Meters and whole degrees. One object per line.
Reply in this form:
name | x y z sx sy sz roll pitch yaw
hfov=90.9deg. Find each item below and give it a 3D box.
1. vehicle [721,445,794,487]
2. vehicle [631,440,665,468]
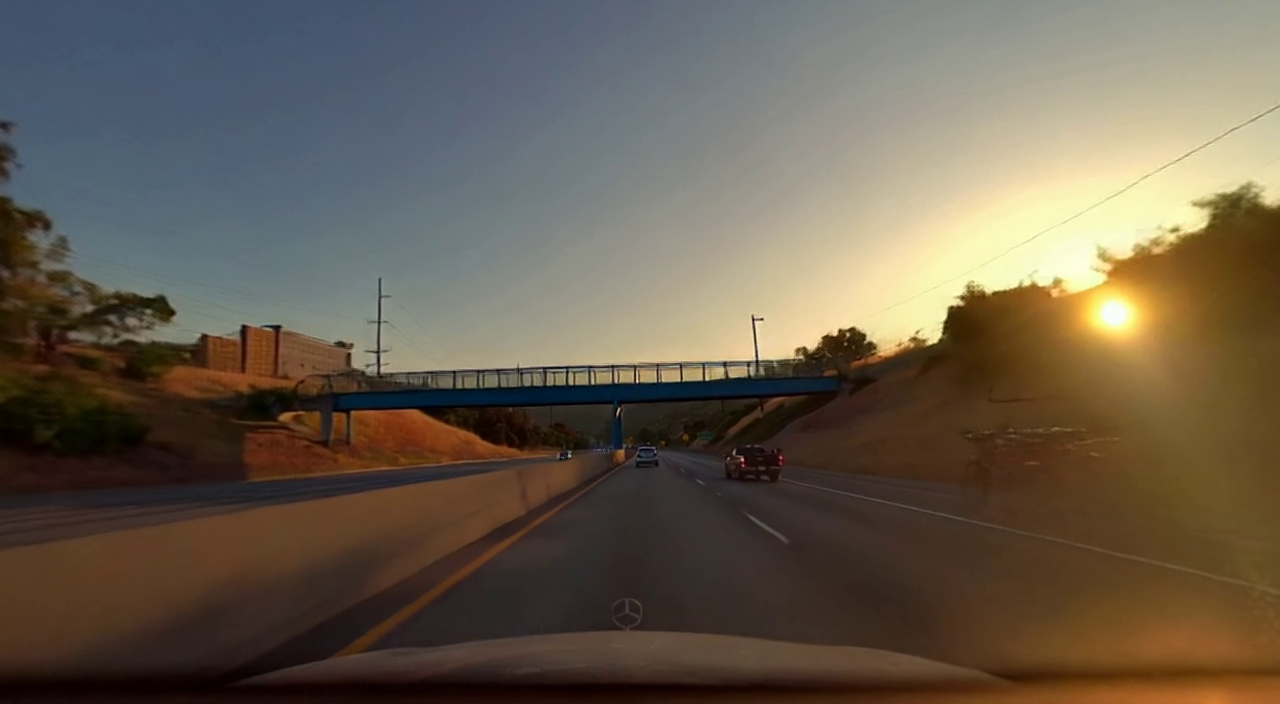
vehicle | 4.572 4.512 25.353 1.988 1.505 4.958 0 -9 0
vehicle | 0.619 7.459 46.191 2.369 1.948 5.343 0 -9 2
